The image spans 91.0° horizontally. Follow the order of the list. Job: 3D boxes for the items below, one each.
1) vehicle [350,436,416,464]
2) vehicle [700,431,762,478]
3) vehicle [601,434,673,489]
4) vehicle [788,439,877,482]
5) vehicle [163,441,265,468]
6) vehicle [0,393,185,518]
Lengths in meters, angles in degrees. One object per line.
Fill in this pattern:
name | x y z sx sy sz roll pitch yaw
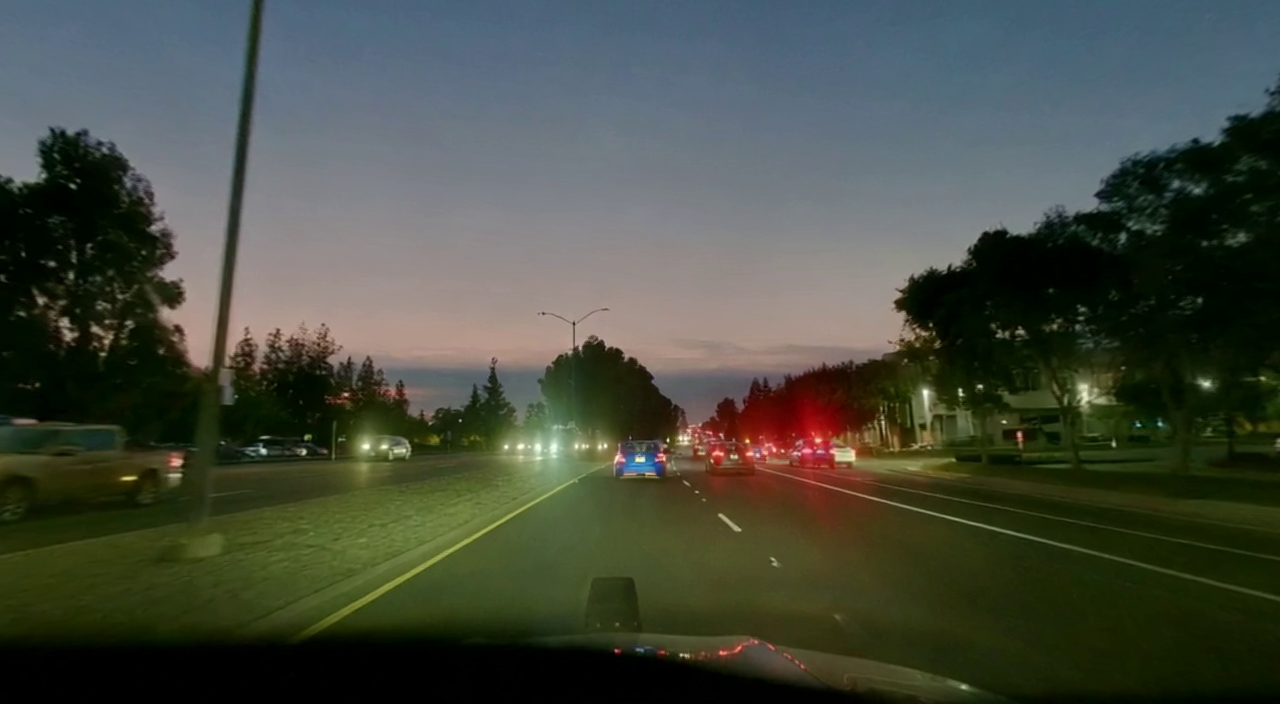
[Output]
vehicle | -15.607 5.993 38.541 1.885 1.553 4.828 -1 -8 1
vehicle | 3.709 4.283 26.513 1.976 1.796 4.159 0 -9 0
vehicle | -0.102 3.581 20.953 2.145 1.603 4.369 0 -8 0
vehicle | 7.247 4.115 24.172 1.928 1.488 4.361 0 -9 -1
vehicle | -24.561 5.930 36.426 4.381 1.490 1.941 2 -9 -11
vehicle | -8.987 1.443 8.871 1.951 1.539 4.244 0 -9 0
